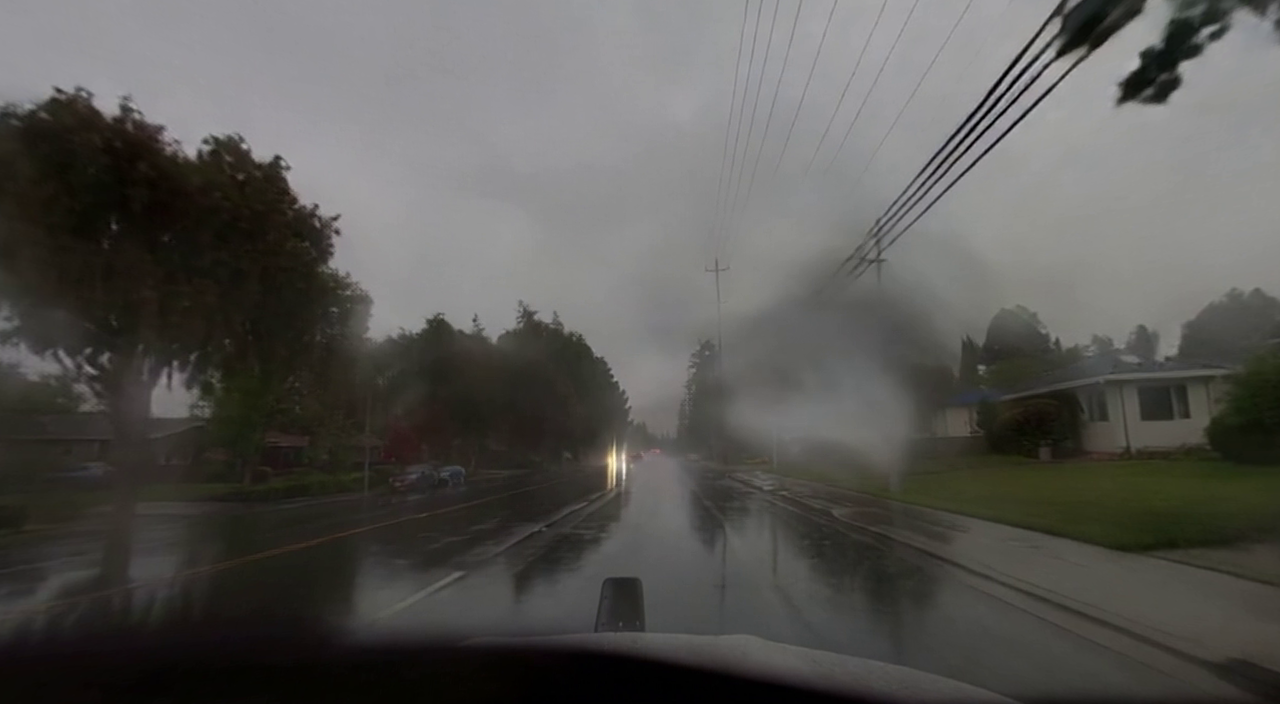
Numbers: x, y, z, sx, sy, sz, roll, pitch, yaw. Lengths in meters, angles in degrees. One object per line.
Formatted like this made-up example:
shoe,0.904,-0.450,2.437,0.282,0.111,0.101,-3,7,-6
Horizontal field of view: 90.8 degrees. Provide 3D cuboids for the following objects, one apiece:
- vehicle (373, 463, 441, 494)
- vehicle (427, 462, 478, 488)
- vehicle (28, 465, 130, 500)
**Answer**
vehicle,-13.013,7.082,35.518,1.936,1.489,4.311,-1,-9,4
vehicle,-12.551,8.222,42.511,1.863,1.481,4.363,-3,-9,4
vehicle,-26.933,6.229,30.552,1.769,1.414,4.434,2,-9,-14
